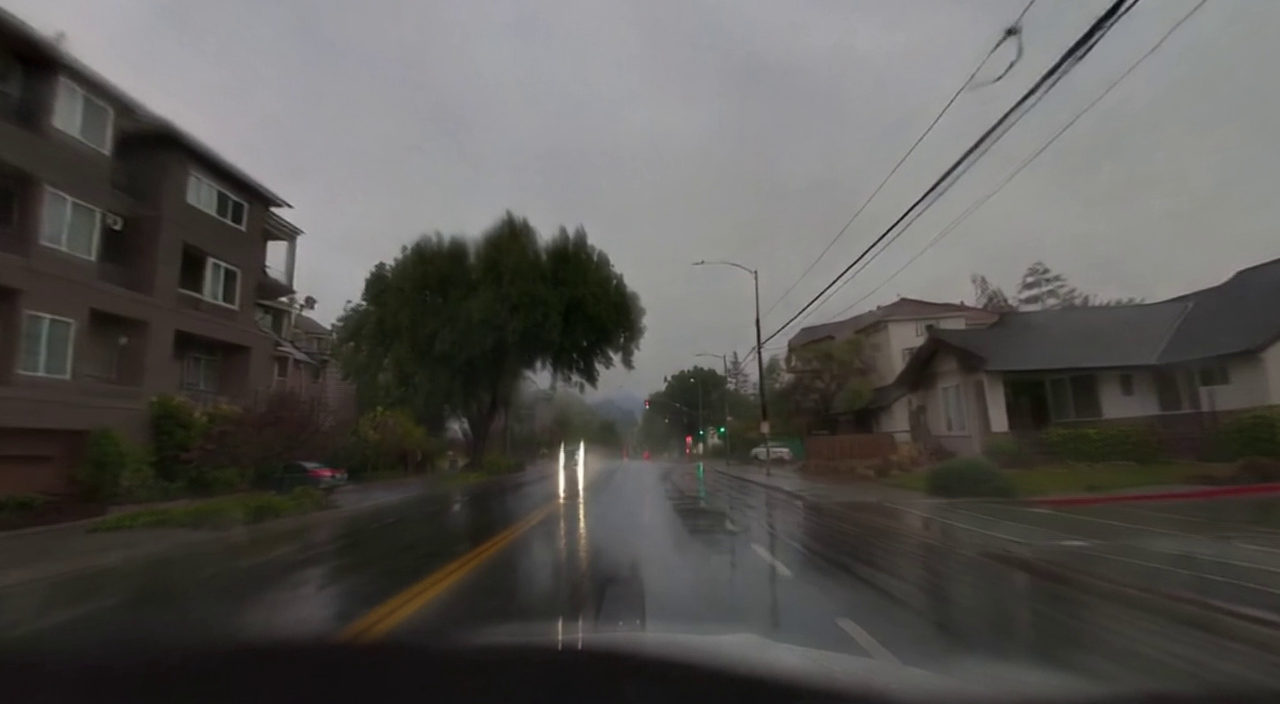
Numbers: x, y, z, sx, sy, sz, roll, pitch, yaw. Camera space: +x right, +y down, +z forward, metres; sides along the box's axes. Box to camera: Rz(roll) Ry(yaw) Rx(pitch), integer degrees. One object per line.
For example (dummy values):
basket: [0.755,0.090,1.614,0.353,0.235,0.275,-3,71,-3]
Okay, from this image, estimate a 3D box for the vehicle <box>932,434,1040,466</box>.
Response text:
vehicle: [17.253,4.934,31.618,4.161,1.442,2.023,-1,-10,0]

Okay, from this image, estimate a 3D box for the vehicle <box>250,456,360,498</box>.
vehicle: [-12.794,4.769,24.492,1.934,1.389,4.364,0,-9,-1]
